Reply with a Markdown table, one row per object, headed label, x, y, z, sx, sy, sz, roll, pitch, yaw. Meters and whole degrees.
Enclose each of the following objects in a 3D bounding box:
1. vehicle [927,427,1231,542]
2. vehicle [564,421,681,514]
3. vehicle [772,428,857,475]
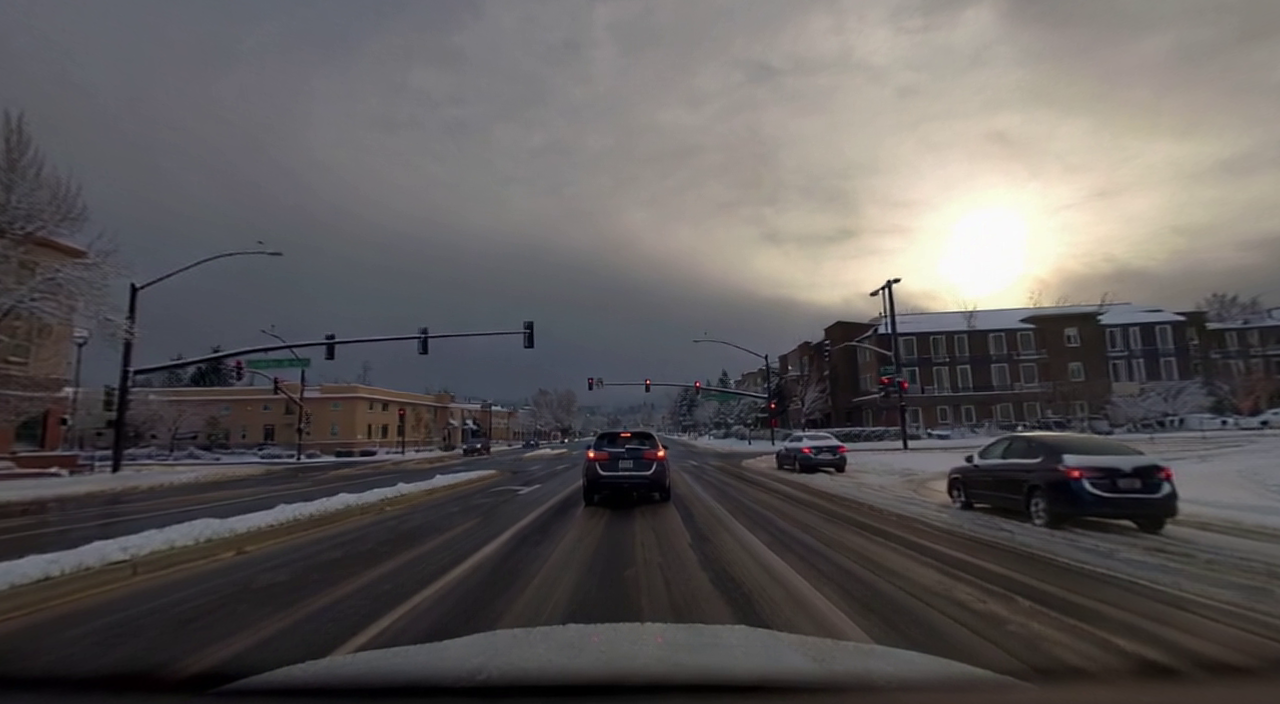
| label | x | y | z | sx | sy | sz | roll | pitch | yaw |
| --- | --- | --- | --- | --- | --- | --- | --- | --- | --- |
| vehicle | 6.447 | 1.966 | 10.021 | 1.768 | 1.417 | 4.213 | 0 | -9 | 0 |
| vehicle | -0.303 | 2.292 | 12.960 | 2.032 | 1.593 | 3.896 | 0 | -9 | 0 |
| vehicle | 6.495 | 3.778 | 24.039 | 1.963 | 1.611 | 4.359 | 0 | -9 | -1 |
